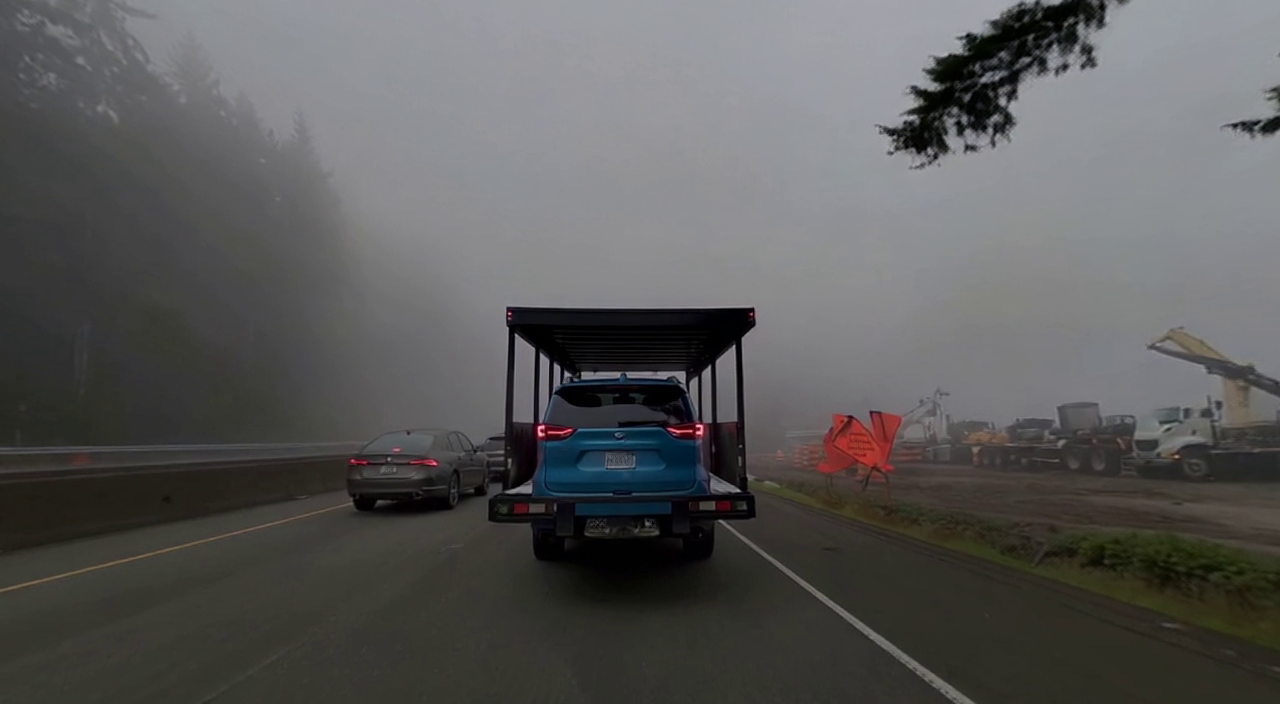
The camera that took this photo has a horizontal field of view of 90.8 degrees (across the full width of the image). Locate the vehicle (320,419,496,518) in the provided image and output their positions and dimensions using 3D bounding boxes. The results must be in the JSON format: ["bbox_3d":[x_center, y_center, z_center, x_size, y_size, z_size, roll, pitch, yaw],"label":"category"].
[{"bbox_3d":[-4.485,2.335,13.119,2.057,1.665,4.572,0,-9,-2],"label":"vehicle"}]

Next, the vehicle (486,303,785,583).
[{"bbox_3d":[-0.227,1.590,11.119,2.735,2.597,10.435,0,-9,-2],"label":"vehicle"}]

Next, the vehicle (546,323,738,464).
[{"bbox_3d":[-0.087,0.812,9.514,2.156,1.604,4.680,0,-9,-3],"label":"vehicle"}]
